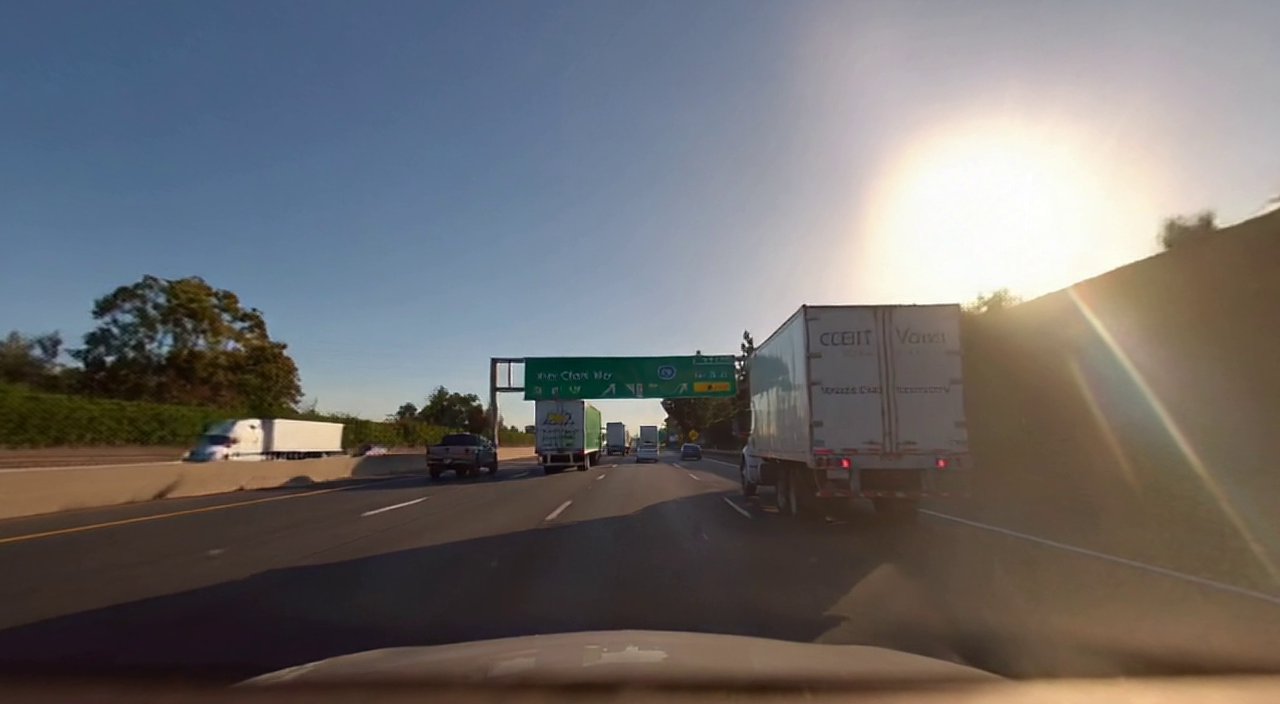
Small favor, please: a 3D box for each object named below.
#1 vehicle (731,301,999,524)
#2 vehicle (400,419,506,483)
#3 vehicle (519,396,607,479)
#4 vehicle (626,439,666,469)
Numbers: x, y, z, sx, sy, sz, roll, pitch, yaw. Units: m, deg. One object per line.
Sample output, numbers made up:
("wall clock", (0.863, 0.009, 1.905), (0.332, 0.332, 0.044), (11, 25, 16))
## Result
("vehicle", (4.025, 1.463, 13.662), (2.895, 3.484, 7.631), (0, -8, 0))
("vehicle", (-7.044, 3.828, 24.522), (2.322, 2.195, 5.556), (0, -8, 1))
("vehicle", (-3.128, 3.814, 27.979), (2.745, 3.156, 7.608), (0, -8, 2))
("vehicle", (0.313, 5.592, 34.765), (2.105, 1.502, 4.068), (0, -8, 0))
